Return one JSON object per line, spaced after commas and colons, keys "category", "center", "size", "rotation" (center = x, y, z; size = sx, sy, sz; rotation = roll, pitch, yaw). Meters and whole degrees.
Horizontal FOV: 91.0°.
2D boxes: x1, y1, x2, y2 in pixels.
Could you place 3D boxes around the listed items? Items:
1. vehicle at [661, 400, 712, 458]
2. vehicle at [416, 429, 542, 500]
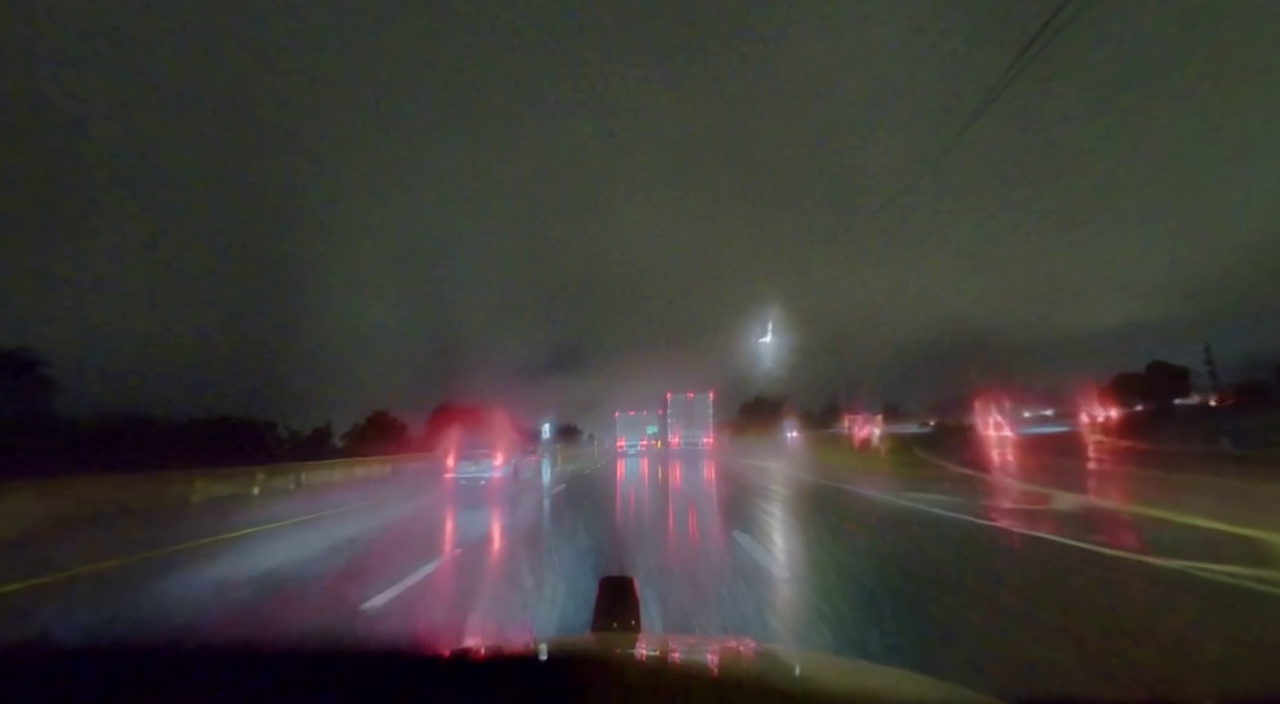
{"category": "vehicle", "center": [3.425, 6.110, 49.230], "size": [2.997, 3.983, 10.860], "rotation": [0, -8, -1]}
{"category": "vehicle", "center": [-3.909, 2.807, 16.150], "size": [2.111, 1.536, 4.270], "rotation": [0, -8, 0]}
